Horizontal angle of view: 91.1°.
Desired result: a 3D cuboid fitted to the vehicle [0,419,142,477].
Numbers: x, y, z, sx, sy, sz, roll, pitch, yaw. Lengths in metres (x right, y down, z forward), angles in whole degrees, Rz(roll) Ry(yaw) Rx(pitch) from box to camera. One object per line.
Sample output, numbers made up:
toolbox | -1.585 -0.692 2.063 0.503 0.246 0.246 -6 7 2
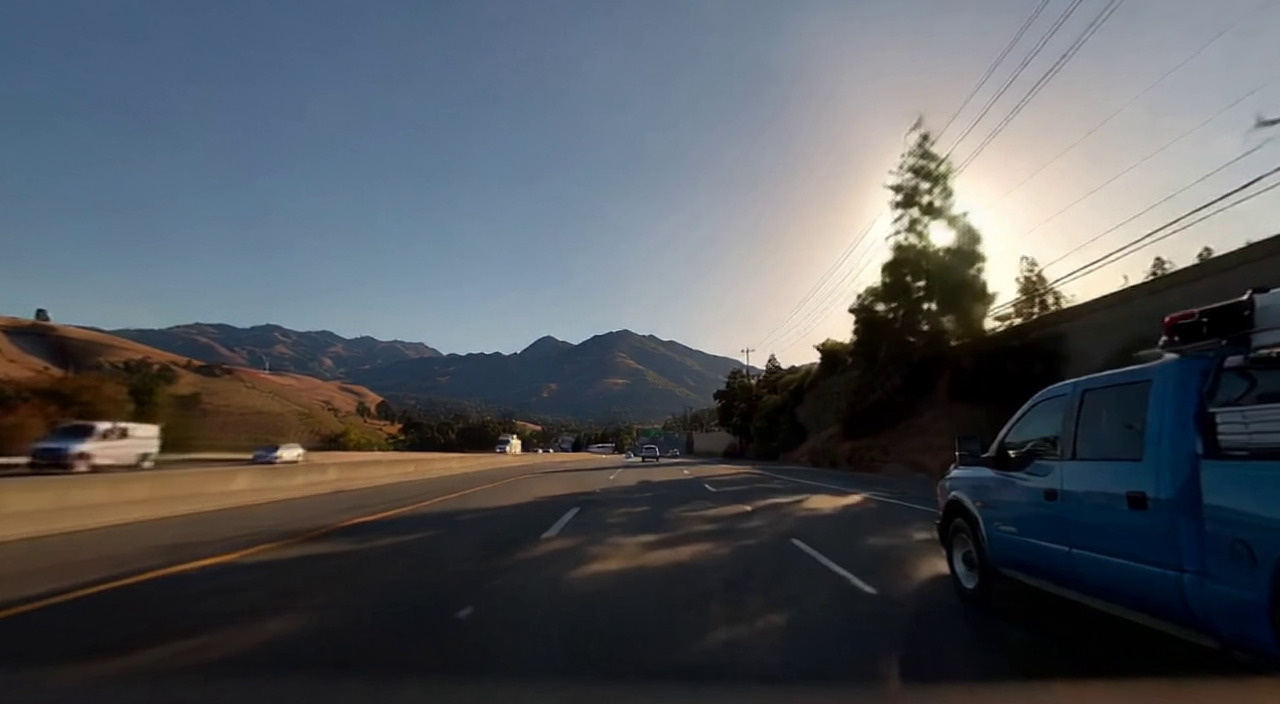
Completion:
vehicle | -25.412 4.212 27.629 2.331 2.254 5.541 0 -9 1

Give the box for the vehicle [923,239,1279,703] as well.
vehicle | 3.901 0.648 2.475 2.538 2.228 6.370 0 -9 0

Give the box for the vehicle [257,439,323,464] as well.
vehicle | -25.155 7.178 45.303 1.995 1.687 4.555 0 -9 1

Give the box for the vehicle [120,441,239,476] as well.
vehicle | -21.161 4.893 29.143 1.904 1.488 4.675 0 -9 1
